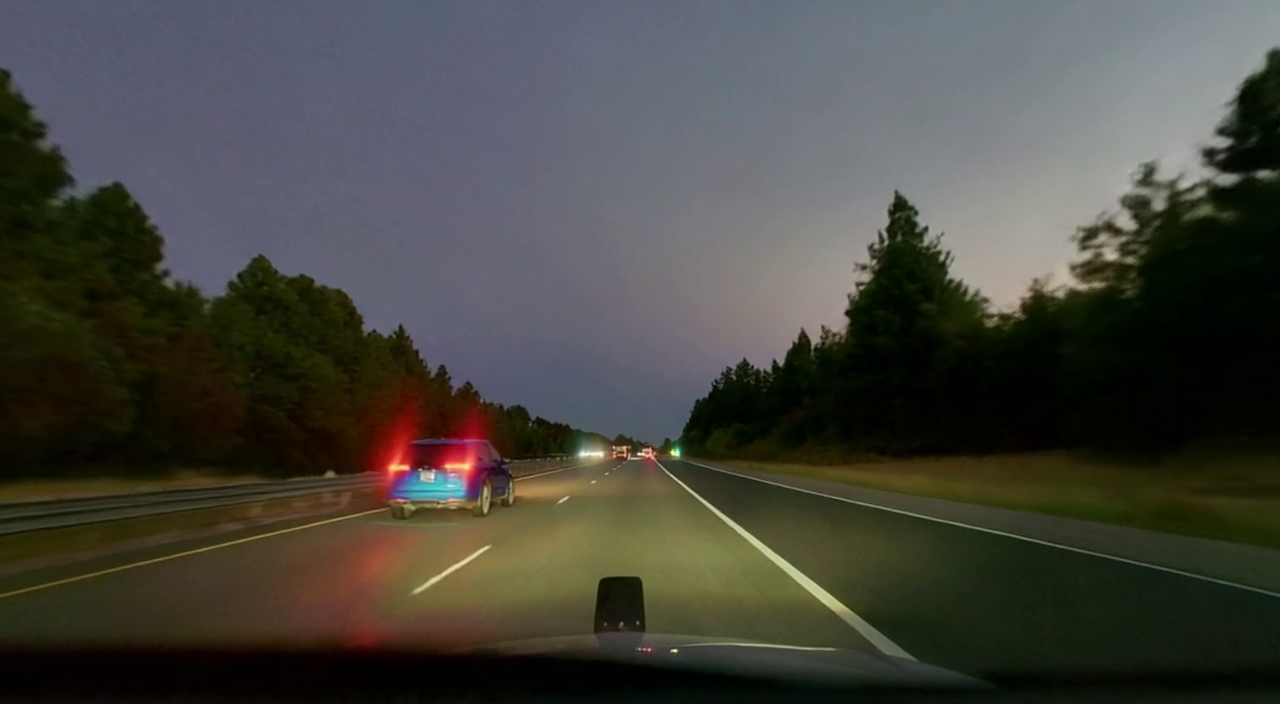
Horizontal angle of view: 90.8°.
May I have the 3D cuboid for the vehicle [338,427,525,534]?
[{"bbox_3d":[-3.824,2.445,12.630,2.110,1.727,4.607,0,-9,1],"label":"vehicle"}]
